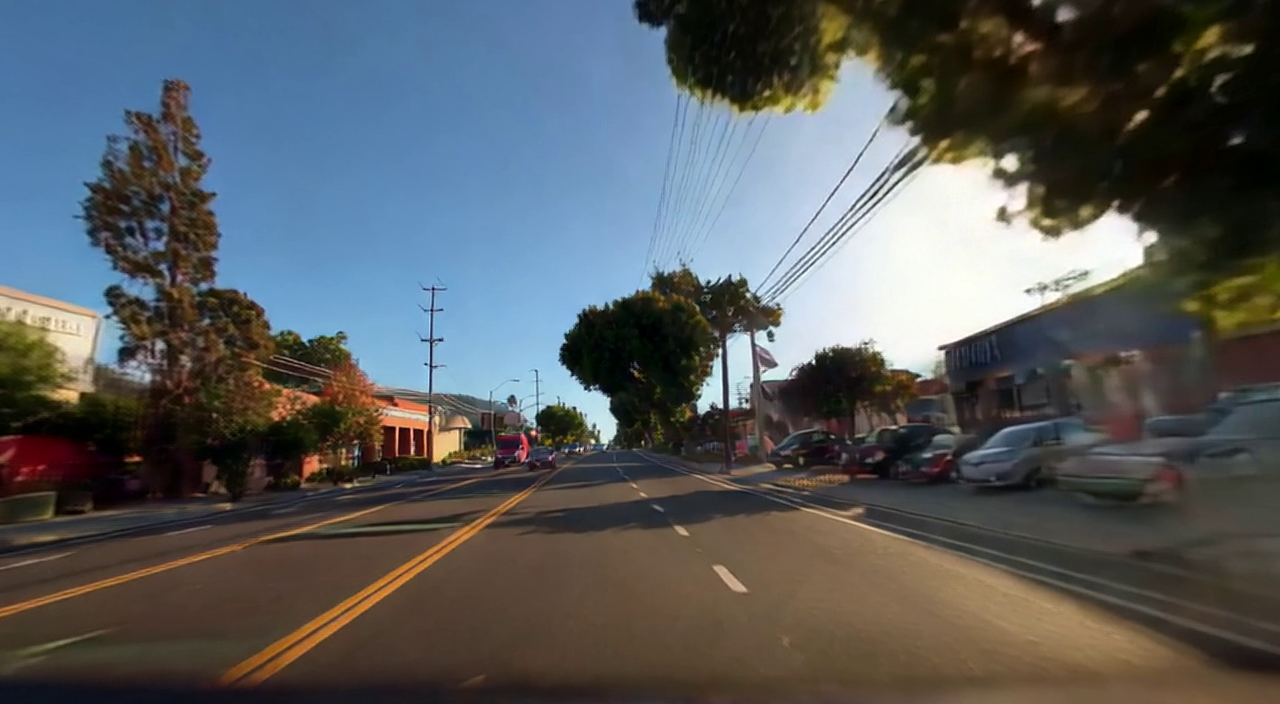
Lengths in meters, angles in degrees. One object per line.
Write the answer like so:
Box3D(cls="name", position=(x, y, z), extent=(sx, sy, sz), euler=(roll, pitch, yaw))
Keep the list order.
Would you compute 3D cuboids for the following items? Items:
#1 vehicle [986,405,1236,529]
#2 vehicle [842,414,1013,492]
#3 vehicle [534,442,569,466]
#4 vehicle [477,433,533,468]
Box3D(cls="vehicle", position=(9.016, 2.049, 11.905), extent=(5.112, 1.832, 2.290), euler=(5, -10, -37))
Box3D(cls="vehicle", position=(8.873, 3.018, 19.252), extent=(5.414, 2.035, 2.476), euler=(6, -10, -39))
Box3D(cls="vehicle", position=(-6.133, 7.096, 44.087), extent=(1.998, 1.562, 4.433), euler=(0, -8, -3))
Box3D(cls="vehicle", position=(-10.026, 7.365, 47.459), extent=(2.909, 2.362, 7.390), euler=(0, -8, -3))
